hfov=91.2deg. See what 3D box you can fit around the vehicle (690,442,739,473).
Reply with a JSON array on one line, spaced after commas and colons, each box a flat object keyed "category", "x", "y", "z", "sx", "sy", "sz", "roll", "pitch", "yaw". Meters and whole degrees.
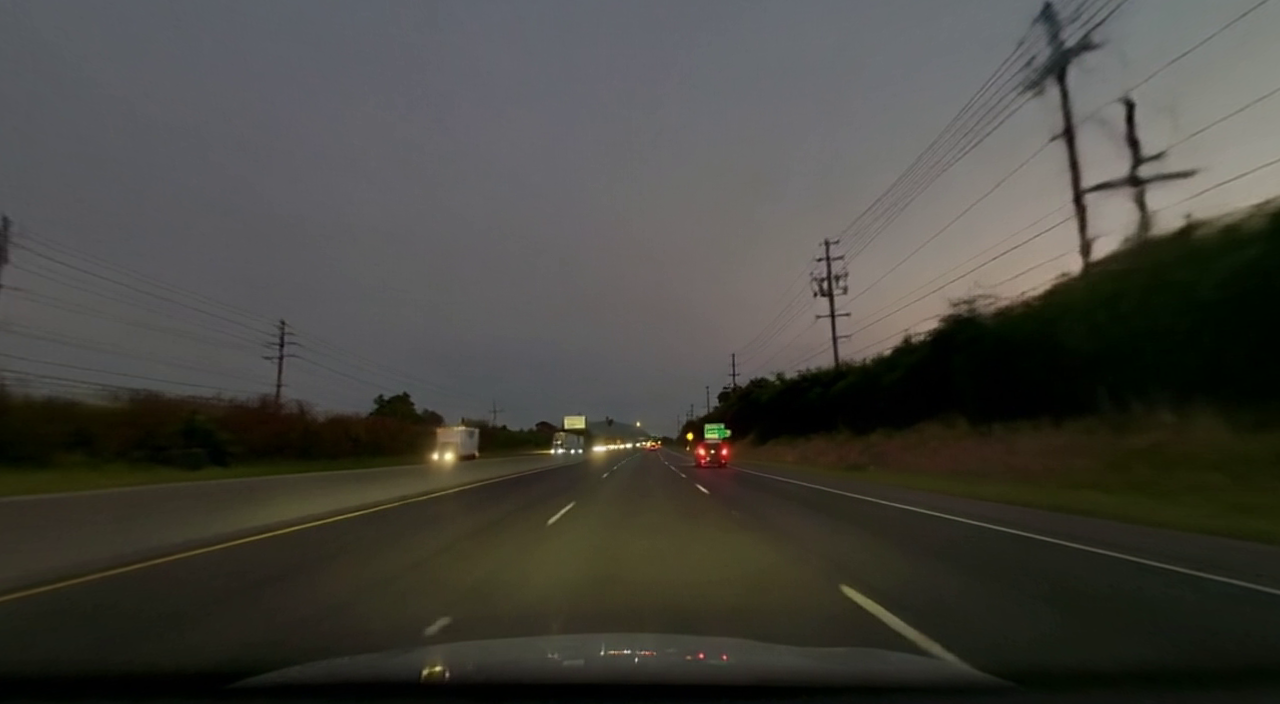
[{"category": "vehicle", "x": 3.970, "y": 5.682, "z": 33.964, "sx": 2.054, "sy": 1.565, "sz": 4.089, "roll": 0, "pitch": -9, "yaw": -1}]
